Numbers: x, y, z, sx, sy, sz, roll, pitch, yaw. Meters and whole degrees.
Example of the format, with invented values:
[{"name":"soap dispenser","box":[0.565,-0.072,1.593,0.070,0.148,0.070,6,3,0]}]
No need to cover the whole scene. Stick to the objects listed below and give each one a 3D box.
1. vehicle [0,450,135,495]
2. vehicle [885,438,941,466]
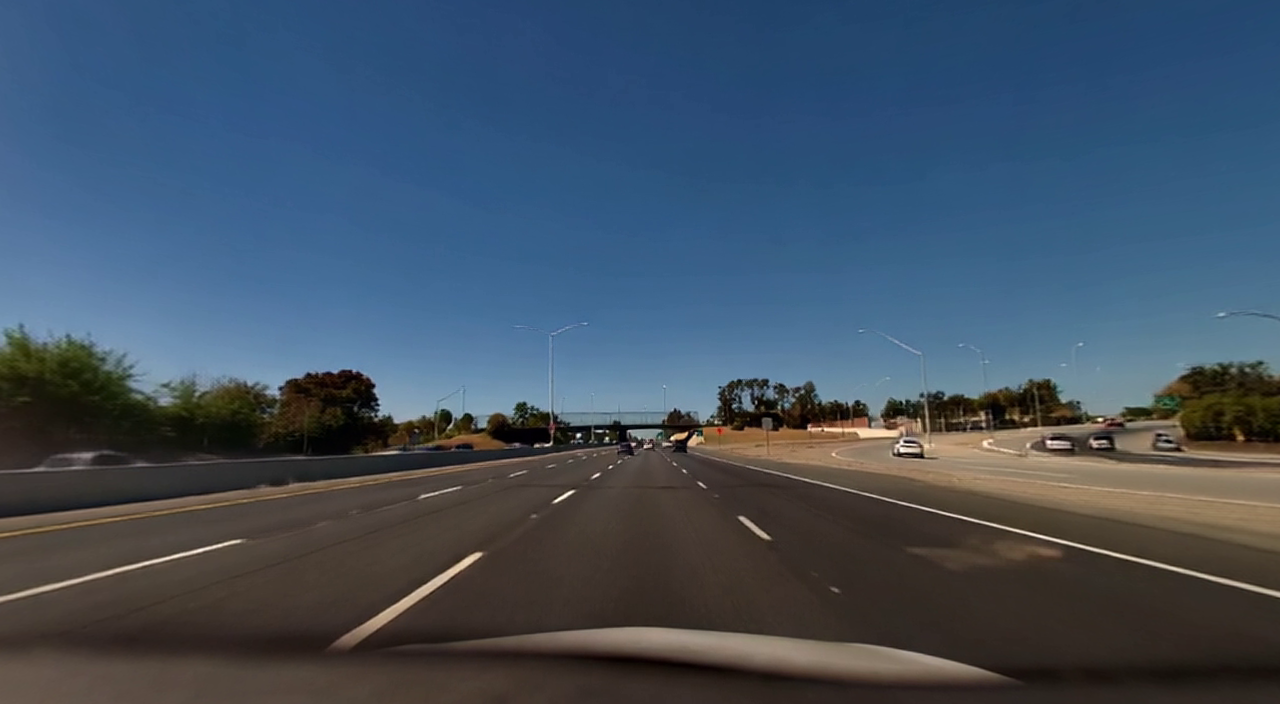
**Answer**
[{"name":"vehicle","box":[-21.788,4.420,23.563,2.091,1.477,4.434,0,-8,1]},{"name":"vehicle","box":[17.588,6.459,40.867,2.039,1.658,4.457,-1,-8,6]}]
